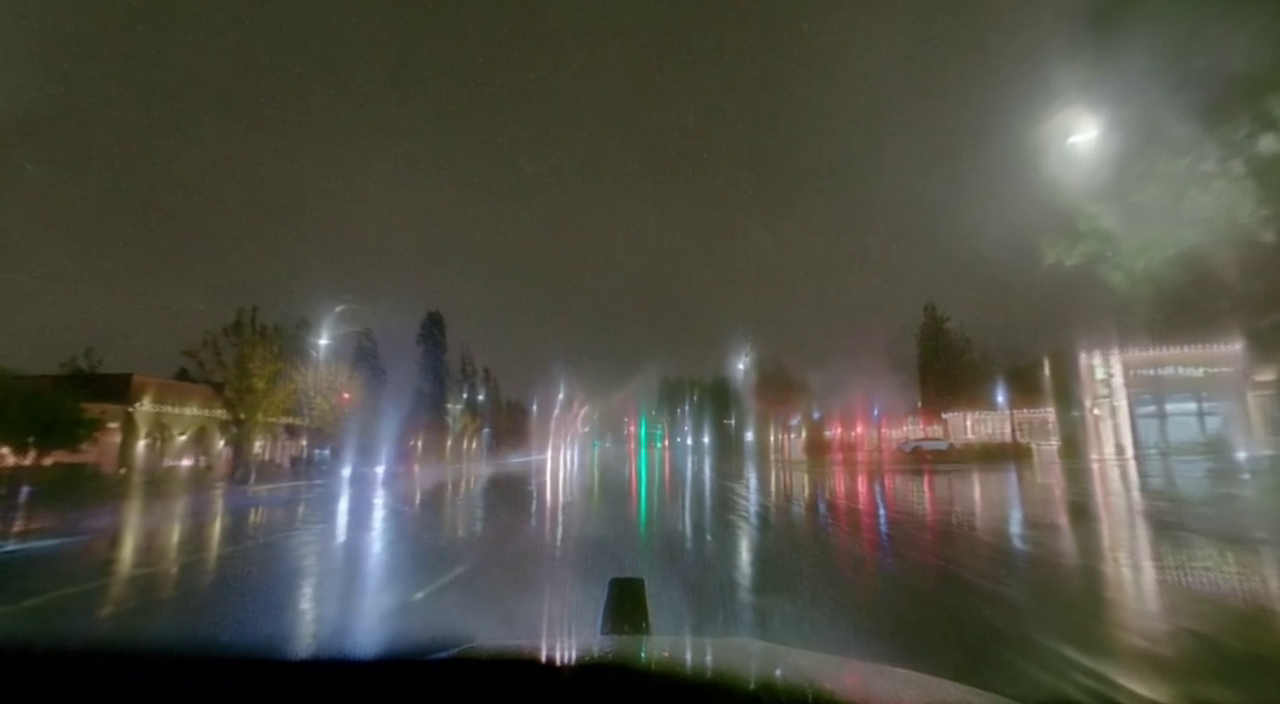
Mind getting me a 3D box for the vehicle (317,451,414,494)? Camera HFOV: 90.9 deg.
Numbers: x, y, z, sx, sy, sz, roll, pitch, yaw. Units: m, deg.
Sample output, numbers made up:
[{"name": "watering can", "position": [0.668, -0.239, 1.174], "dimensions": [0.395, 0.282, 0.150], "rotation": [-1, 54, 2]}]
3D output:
[{"name": "vehicle", "position": [-11.463, 5.025, 26.710], "dimensions": [2.033, 1.497, 4.567], "rotation": [-4, -8, 1]}]
